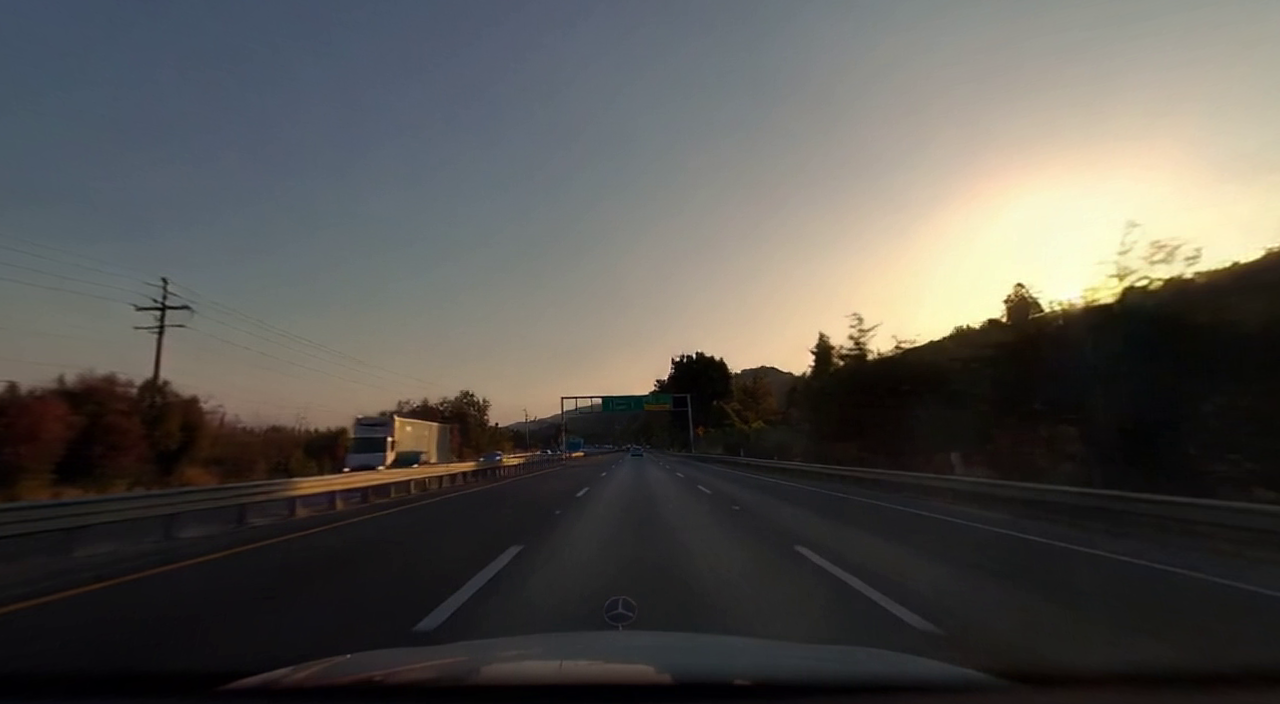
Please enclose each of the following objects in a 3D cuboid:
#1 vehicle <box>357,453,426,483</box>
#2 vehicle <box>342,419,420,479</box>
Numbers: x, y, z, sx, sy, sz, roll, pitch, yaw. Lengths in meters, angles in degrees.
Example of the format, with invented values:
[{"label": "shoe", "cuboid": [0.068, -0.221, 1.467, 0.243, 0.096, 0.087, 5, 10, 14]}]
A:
[{"label": "vehicle", "cuboid": [-13.004, 6.075, 33.228, 1.816, 1.473, 4.499, 0, -9, 0]}, {"label": "vehicle", "cuboid": [-18.304, 6.929, 44.944, 3.032, 3.987, 5.941, 0, -9, -1]}]
